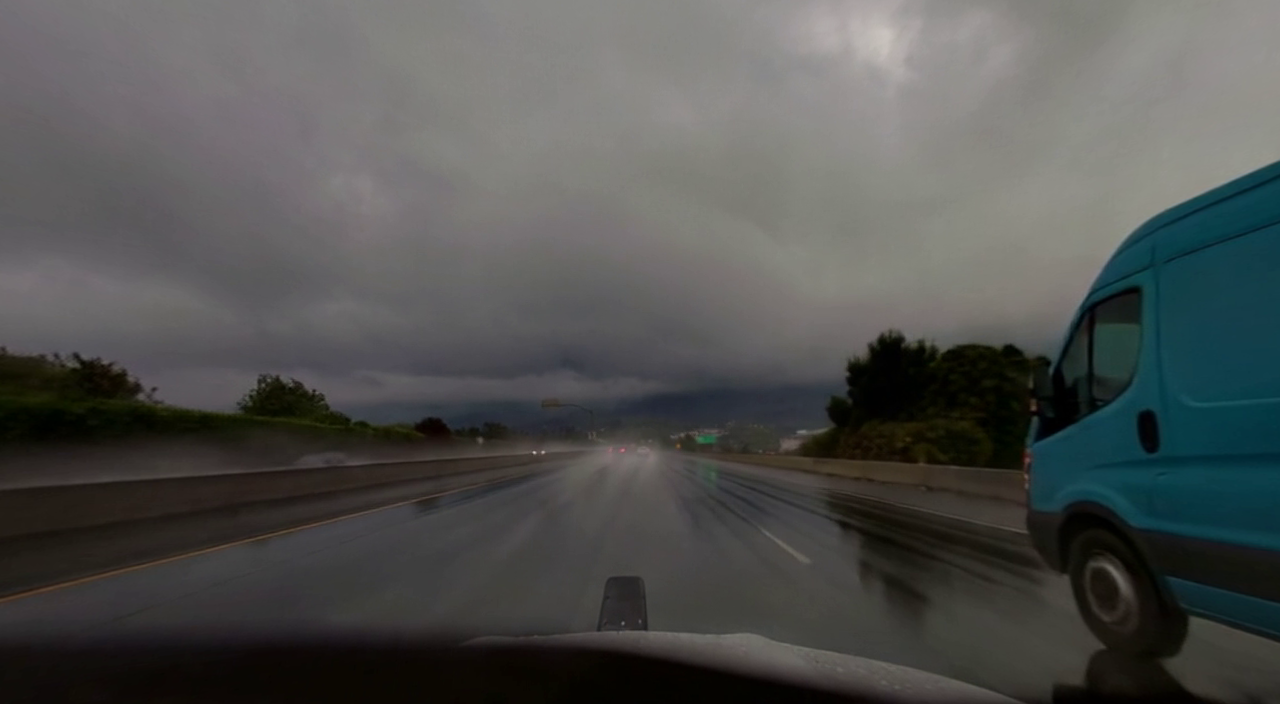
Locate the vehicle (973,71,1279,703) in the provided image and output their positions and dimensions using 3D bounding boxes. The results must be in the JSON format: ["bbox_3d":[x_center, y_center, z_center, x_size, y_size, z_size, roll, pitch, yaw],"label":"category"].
[{"bbox_3d":[3.939,0.056,1.449,2.527,2.809,6.831,0,-9,0],"label":"vehicle"}]

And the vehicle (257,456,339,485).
[{"bbox_3d":[-19.348,6.691,35.902,2.011,1.496,4.719,0,-9,0],"label":"vehicle"}]
